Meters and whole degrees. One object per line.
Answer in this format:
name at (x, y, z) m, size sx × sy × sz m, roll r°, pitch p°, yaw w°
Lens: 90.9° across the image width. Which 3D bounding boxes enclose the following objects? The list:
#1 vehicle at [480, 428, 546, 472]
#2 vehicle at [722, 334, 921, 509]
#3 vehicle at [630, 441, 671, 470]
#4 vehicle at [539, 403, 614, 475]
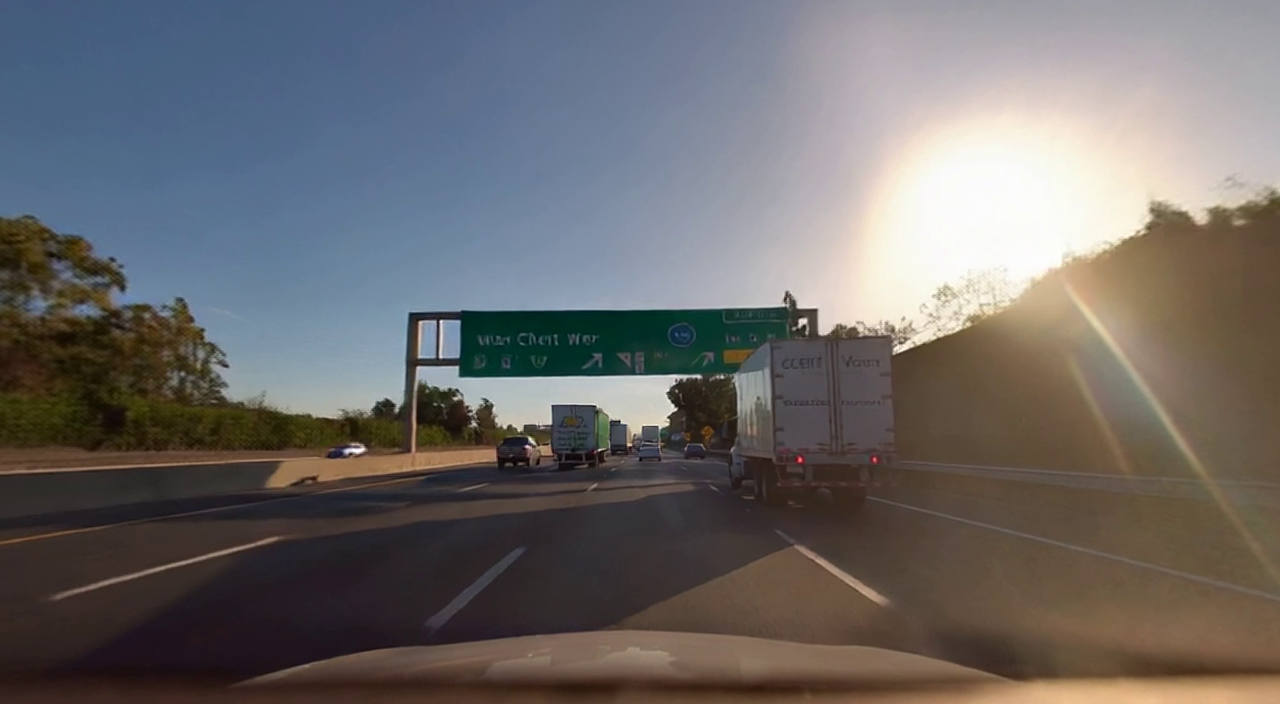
vehicle at (-6.824, 5.347, 34.596) m, size 2.322 × 2.195 × 5.556 m, roll 0°, pitch -9°, yaw 1°
vehicle at (4.082, 1.918, 16.397) m, size 2.895 × 3.484 × 7.631 m, roll 0°, pitch -9°, yaw 0°
vehicle at (0.561, 5.600, 34.278) m, size 2.105 × 1.502 × 4.068 m, roll 0°, pitch -9°, yaw 1°
vehicle at (-2.940, 4.381, 31.519) m, size 2.745 × 3.156 × 7.608 m, roll 0°, pitch -9°, yaw 2°
